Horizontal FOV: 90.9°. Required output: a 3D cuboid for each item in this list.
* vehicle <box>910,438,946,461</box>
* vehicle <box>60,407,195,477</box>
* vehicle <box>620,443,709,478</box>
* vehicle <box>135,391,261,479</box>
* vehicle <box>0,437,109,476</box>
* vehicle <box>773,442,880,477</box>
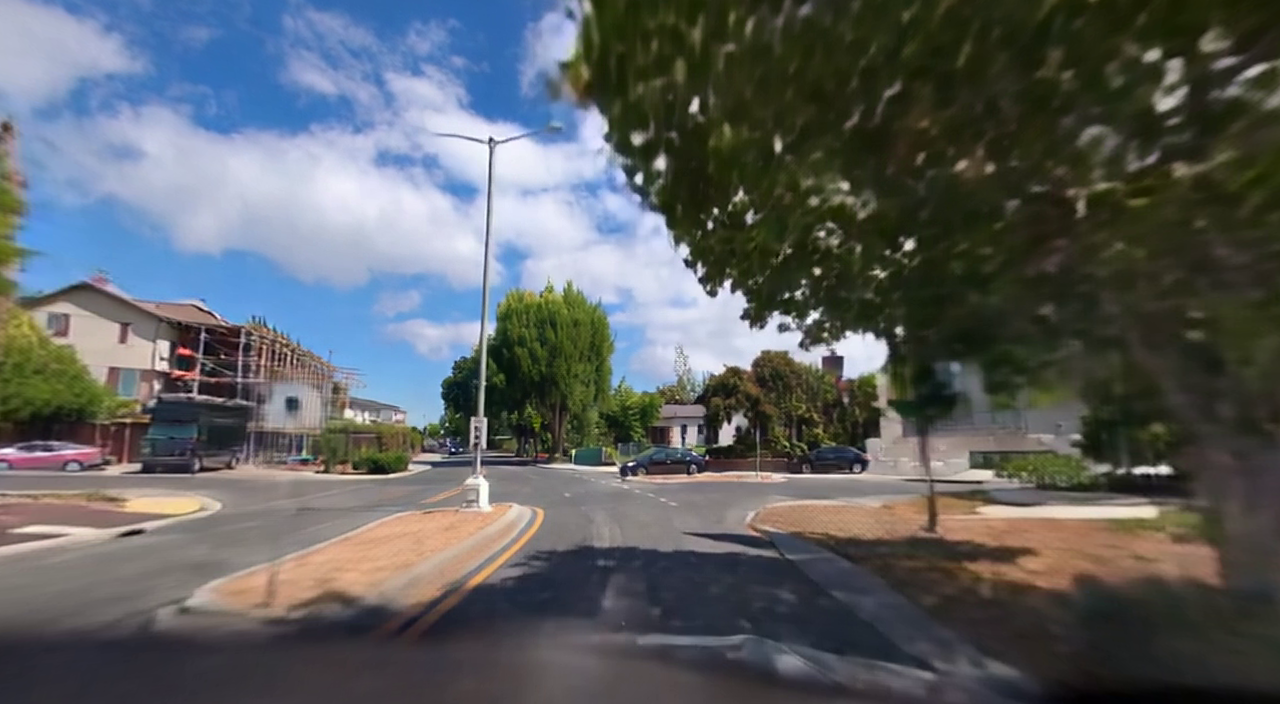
[{"bbox_3d":[20.074,6.797,44.015,1.825,1.482,4.073,-3,-9,18],"label":"vehicle"},{"bbox_3d":[-22.703,4.058,28.267,2.207,2.862,4.908,1,-9,-8],"label":"vehicle"},{"bbox_3d":[1.072,4.979,29.065,3.772,1.531,1.949,1,-9,-10],"label":"vehicle"},{"bbox_3d":[-19.995,3.733,28.939,2.438,3.594,5.582,2,-6,-10],"label":"vehicle"},{"bbox_3d":[-25.215,4.497,27.284,1.735,1.534,3.621,1,-9,-11],"label":"vehicle"},{"bbox_3d":[8.703,5.063,29.692,4.378,1.543,2.080,0,-9,0],"label":"vehicle"}]
